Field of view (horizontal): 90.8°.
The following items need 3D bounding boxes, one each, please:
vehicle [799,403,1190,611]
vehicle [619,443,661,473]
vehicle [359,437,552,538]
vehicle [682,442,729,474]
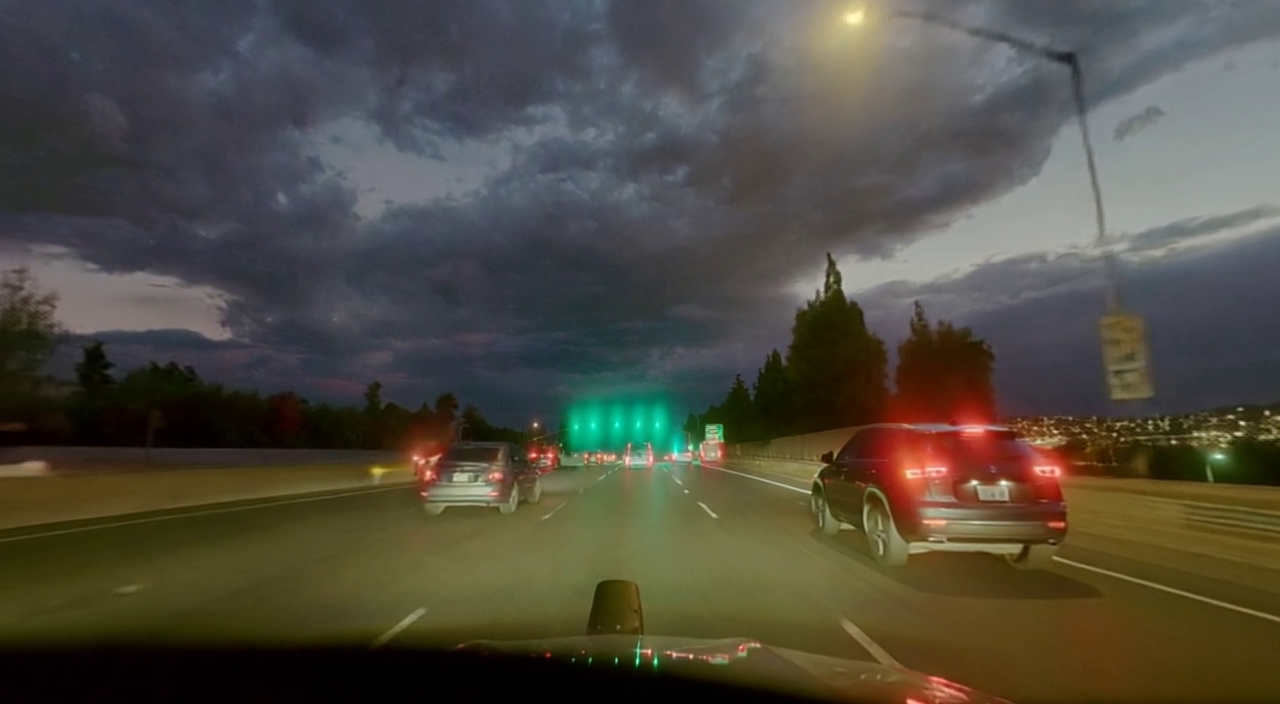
[{"bbox_3d":[3.534,1.616,7.592,2.029,1.716,4.545,0,-8,0],"label":"vehicle"},{"bbox_3d":[0.037,6.437,38.723,2.408,1.748,4.217,0,-8,1],"label":"vehicle"},{"bbox_3d":[-3.156,2.412,12.066,2.130,1.514,4.766,0,-8,1],"label":"vehicle"},{"bbox_3d":[3.802,6.249,37.476,2.320,1.735,4.408,0,-8,0],"label":"vehicle"}]
